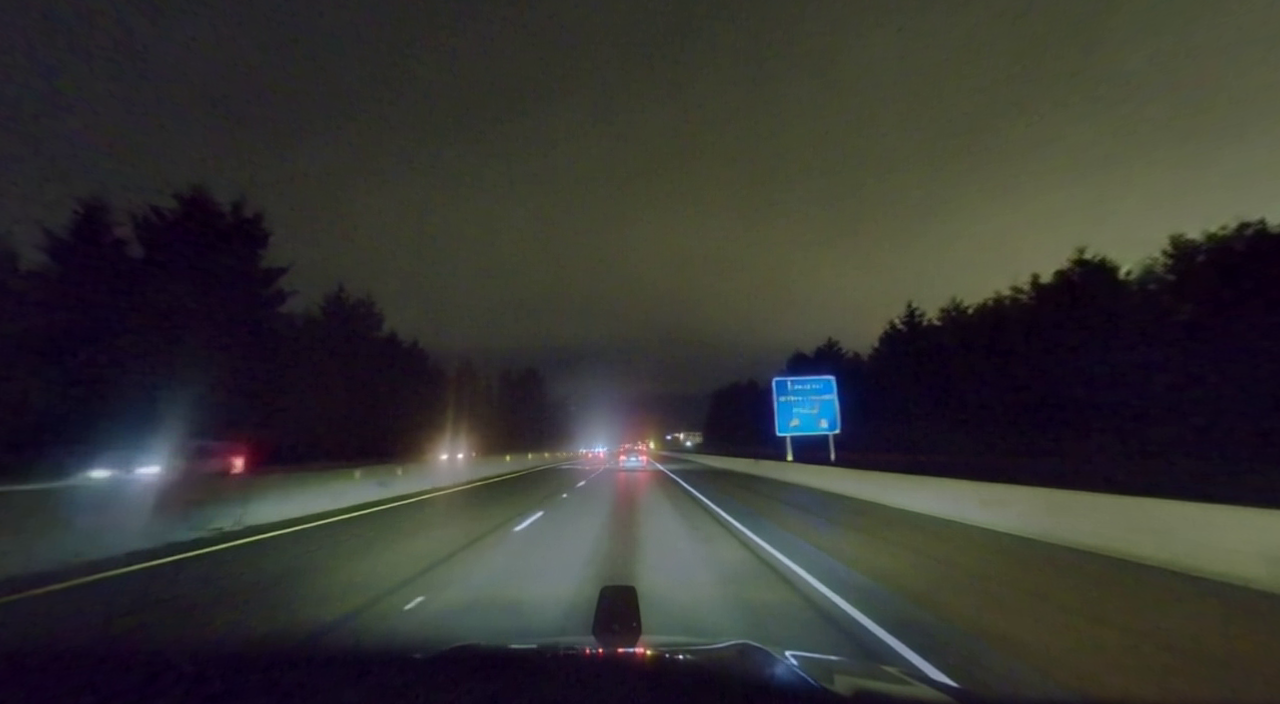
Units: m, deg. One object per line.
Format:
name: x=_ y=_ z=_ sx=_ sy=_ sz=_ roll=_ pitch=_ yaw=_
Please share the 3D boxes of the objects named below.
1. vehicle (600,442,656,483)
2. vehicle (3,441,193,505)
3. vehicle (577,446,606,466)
vehicle: x=-0.467 y=4.407 z=25.200 sx=2.066 sy=1.490 sz=3.759 roll=-1 pitch=-9 yaw=0
vehicle: x=-16.987 y=3.768 z=20.061 sx=1.955 sy=1.764 sz=4.585 roll=-1 pitch=-9 yaw=0
vehicle: x=-3.767 y=8.082 z=48.903 sx=1.994 sy=1.470 sz=3.752 roll=-1 pitch=-9 yaw=0
